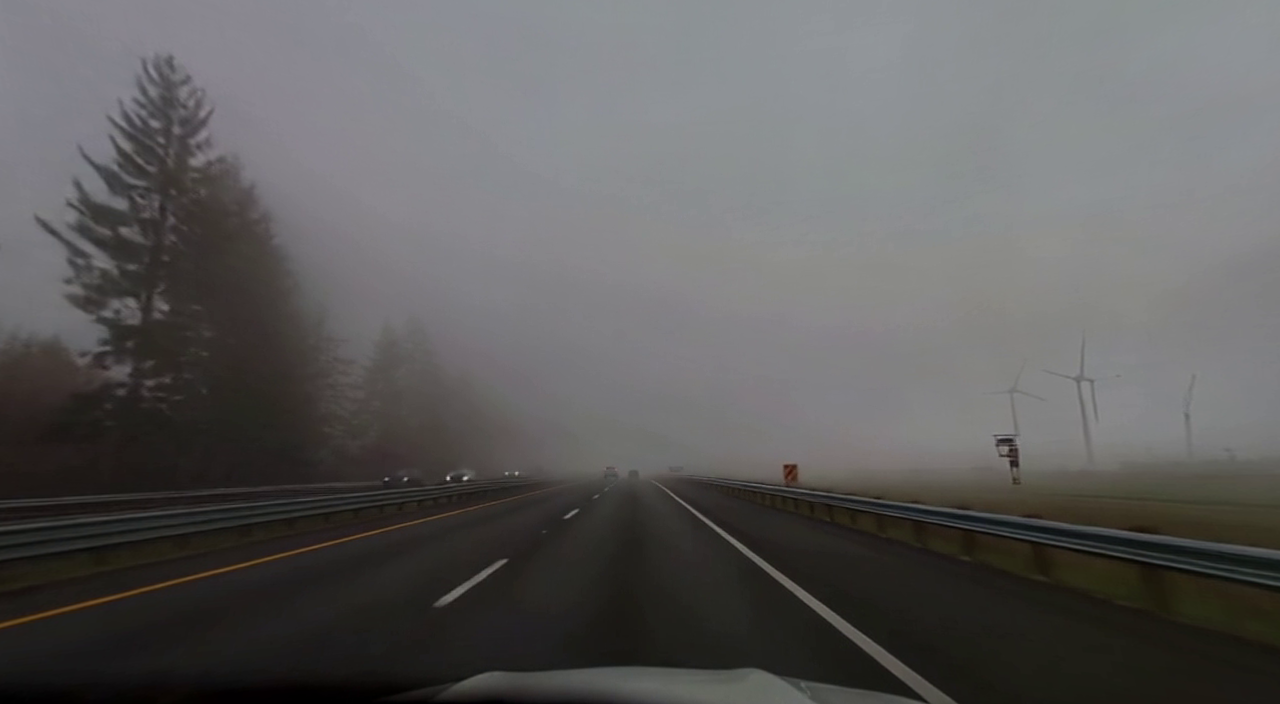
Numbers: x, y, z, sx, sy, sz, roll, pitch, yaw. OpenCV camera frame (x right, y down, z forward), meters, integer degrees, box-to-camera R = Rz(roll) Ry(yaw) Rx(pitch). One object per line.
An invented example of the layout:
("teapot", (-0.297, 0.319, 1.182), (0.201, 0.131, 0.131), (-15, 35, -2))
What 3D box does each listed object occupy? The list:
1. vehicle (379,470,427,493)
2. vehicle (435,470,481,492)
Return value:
("vehicle", (-17.042, 9.324, 45.553), (1.870, 1.544, 4.141), (1, -11, 0))
("vehicle", (-12.583, 8.940, 43.864), (1.884, 1.434, 4.481), (1, -11, 0))
